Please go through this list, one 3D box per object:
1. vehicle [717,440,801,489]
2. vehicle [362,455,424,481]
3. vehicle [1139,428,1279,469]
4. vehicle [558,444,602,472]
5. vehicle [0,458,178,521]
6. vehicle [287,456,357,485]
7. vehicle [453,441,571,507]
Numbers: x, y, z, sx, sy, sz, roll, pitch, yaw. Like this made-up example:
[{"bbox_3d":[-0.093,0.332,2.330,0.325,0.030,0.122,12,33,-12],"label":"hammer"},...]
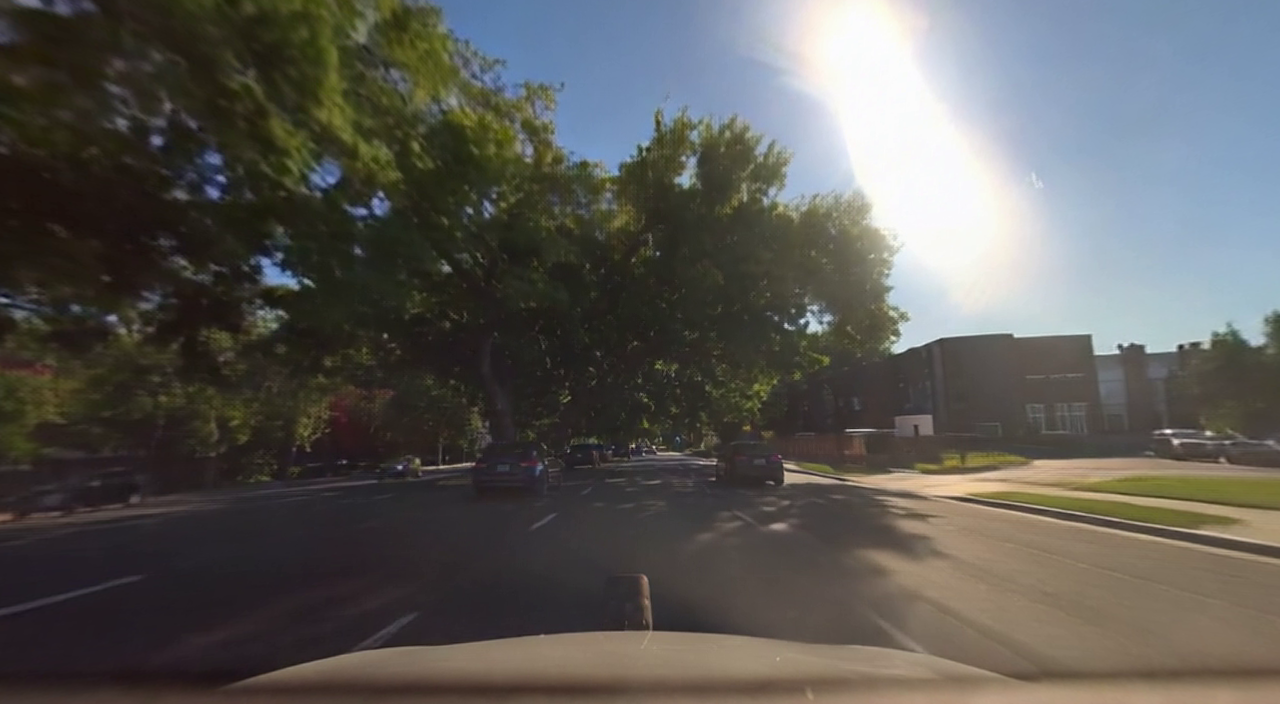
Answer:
[{"bbox_3d":[3.977,3.832,21.874,2.010,1.486,4.498,0,-8,0],"label":"vehicle"},{"bbox_3d":[-15.386,7.231,39.521,1.997,1.472,4.426,0,-8,1],"label":"vehicle"},{"bbox_3d":[24.075,4.056,26.722,1.754,1.461,4.491,-3,-8,-6],"label":"vehicle"},{"bbox_3d":[-3.371,6.066,36.230,1.988,1.497,4.404,0,-8,2],"label":"vehicle"},{"bbox_3d":[-19.393,4.667,22.056,2.240,1.805,5.313,0,-8,2],"label":"vehicle"},{"bbox_3d":[-22.310,8.297,44.491,2.006,1.782,5.406,0,-8,1],"label":"vehicle"},{"bbox_3d":[-3.127,3.076,16.440,2.053,1.480,4.381,0,-8,1],"label":"vehicle"}]
